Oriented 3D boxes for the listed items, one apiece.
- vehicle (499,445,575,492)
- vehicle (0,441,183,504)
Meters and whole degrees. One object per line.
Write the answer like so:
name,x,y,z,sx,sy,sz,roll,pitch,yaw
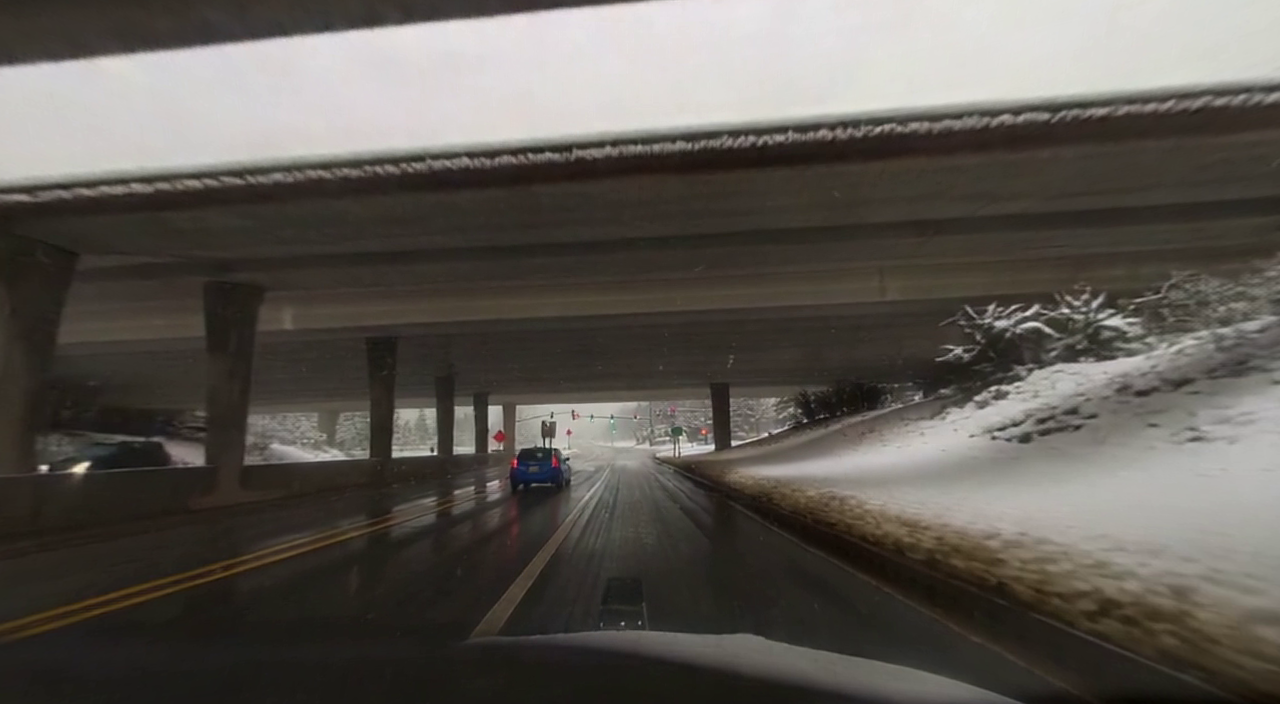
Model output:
vehicle,-3.467,4.020,22.113,1.963,1.460,4.614,0,-9,-1
vehicle,-18.102,3.930,20.986,2.196,1.834,4.766,0,-9,-1
